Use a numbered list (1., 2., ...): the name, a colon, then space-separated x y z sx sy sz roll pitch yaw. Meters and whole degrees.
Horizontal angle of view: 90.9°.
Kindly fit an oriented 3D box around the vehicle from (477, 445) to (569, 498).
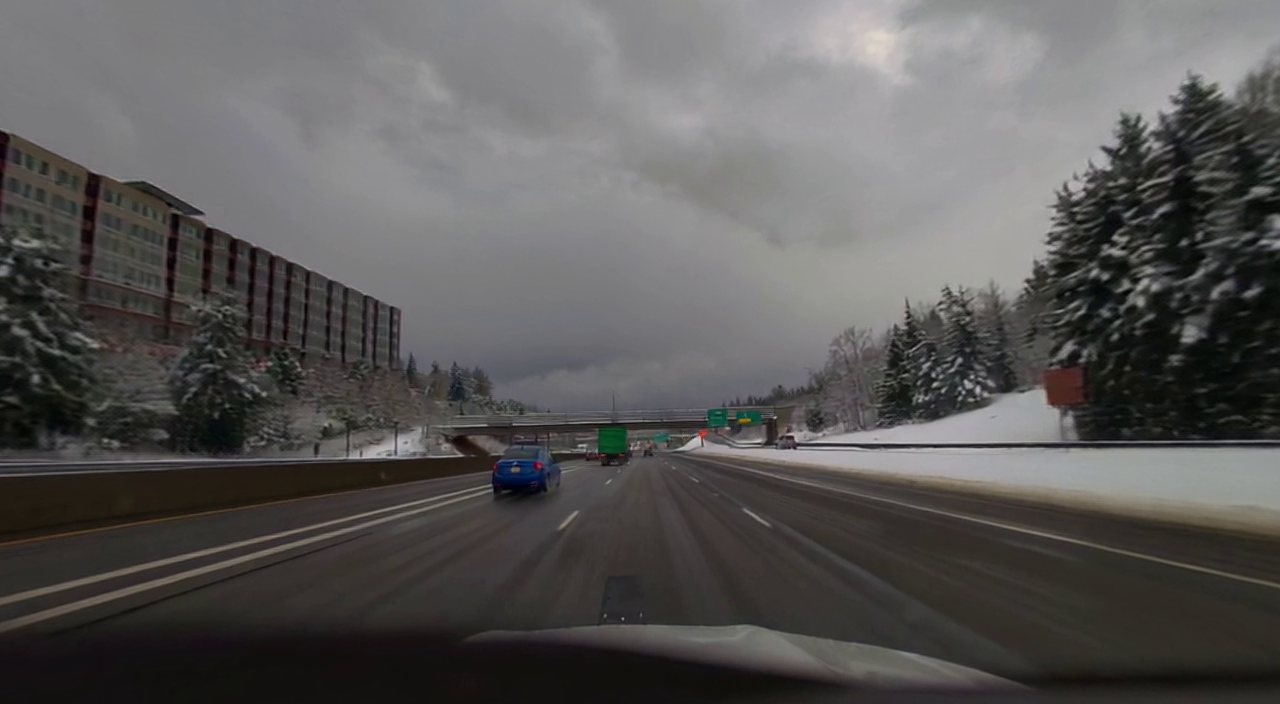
1. vehicle: -3.616 3.786 20.338 2.039 1.478 4.483 0 -9 1
